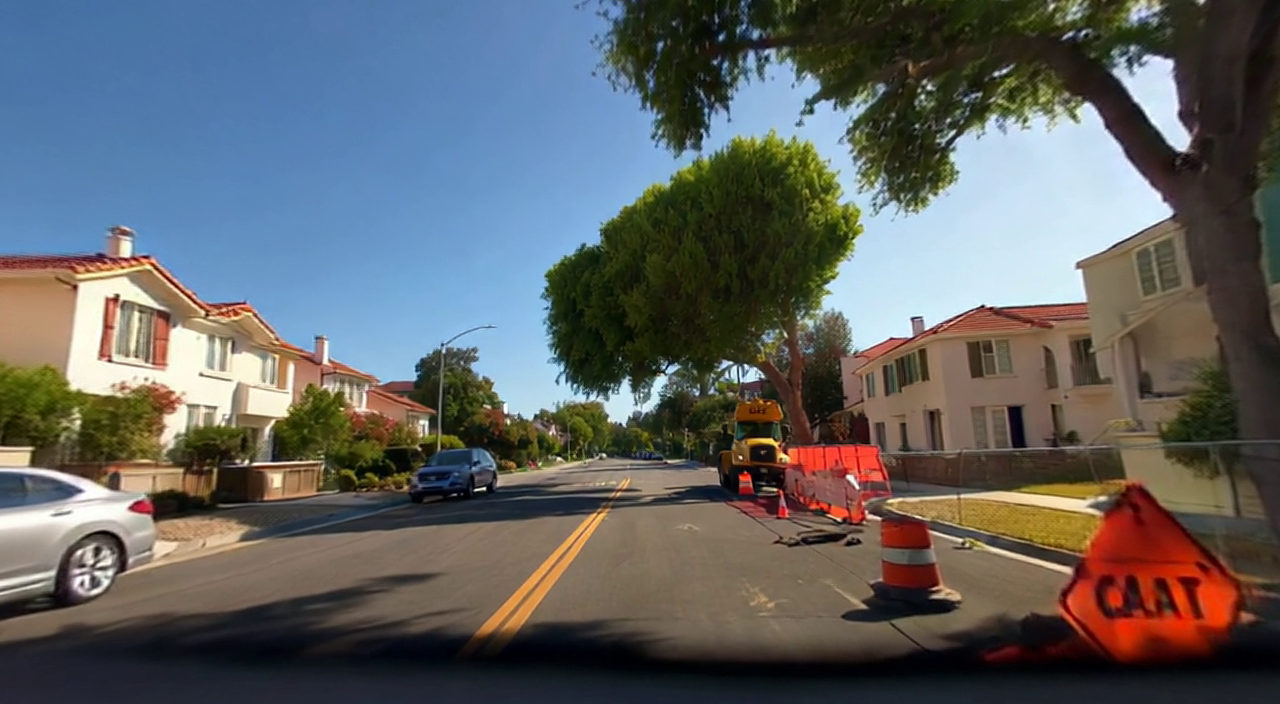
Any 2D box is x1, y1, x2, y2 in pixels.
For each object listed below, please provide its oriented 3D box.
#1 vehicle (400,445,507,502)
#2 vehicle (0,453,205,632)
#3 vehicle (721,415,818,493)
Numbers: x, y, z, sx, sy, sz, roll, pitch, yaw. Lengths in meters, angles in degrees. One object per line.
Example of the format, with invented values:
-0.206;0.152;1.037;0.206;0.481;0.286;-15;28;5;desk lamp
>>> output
-6.431;4.213;22.425;2.220;1.765;4.799;0;-8;1;vehicle
-6.496;1.667;5.419;1.974;1.479;4.888;0;-8;1;vehicle
4.644;3.753;23.219;2.501;2.613;3.505;1;-9;-6;vehicle
